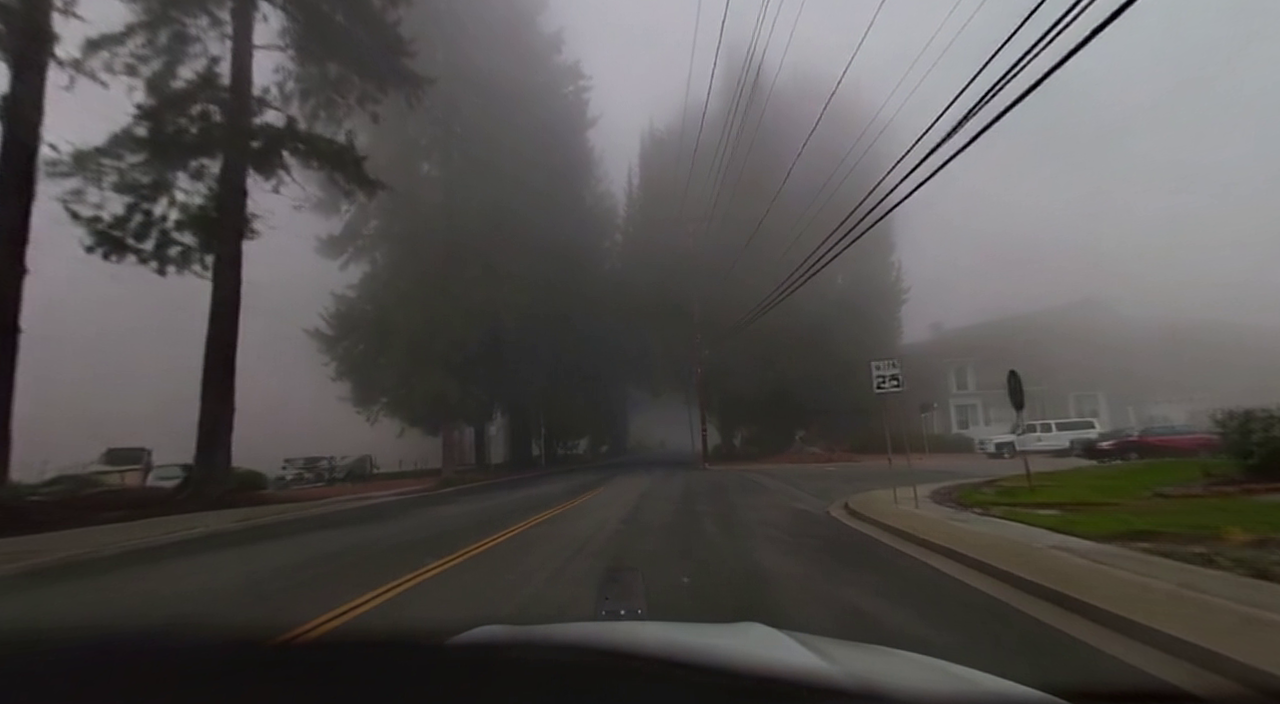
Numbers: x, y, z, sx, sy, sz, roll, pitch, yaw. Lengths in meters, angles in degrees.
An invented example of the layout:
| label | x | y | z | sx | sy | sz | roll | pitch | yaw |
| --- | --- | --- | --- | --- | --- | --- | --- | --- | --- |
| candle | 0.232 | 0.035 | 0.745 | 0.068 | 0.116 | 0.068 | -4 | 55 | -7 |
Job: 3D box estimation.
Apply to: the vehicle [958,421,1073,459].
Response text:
| label | x | y | z | sx | sy | sz | roll | pitch | yaw |
| --- | --- | --- | --- | --- | --- | --- | --- | --- | --- |
| vehicle | 17.398 | 4.123 | 29.469 | 4.058 | 1.697 | 1.943 | -1 | -8 | 3 |

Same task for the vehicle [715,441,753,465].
| label | x | y | z | sx | sy | sz | roll | pitch | yaw |
| --- | --- | --- | --- | --- | --- | --- | --- | --- | --- |
| vehicle | 5.886 | 6.379 | 40.061 | 1.990 | 1.435 | 4.526 | -1 | -8 | 3 |

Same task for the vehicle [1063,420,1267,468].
| label | x | y | z | sx | sy | sz | roll | pitch | yaw |
| --- | --- | --- | --- | --- | --- | --- | --- | --- | --- |
| vehicle | 17.108 | 3.047 | 20.852 | 4.727 | 1.457 | 1.958 | -1 | -8 | 8 |

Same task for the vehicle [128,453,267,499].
| label | x | y | z | sx | sy | sz | roll | pitch | yaw |
| --- | --- | --- | --- | --- | --- | --- | --- | --- | --- |
| vehicle | -17.505 | 4.901 | 25.250 | 4.123 | 1.603 | 1.906 | 3 | -9 | -23 |
